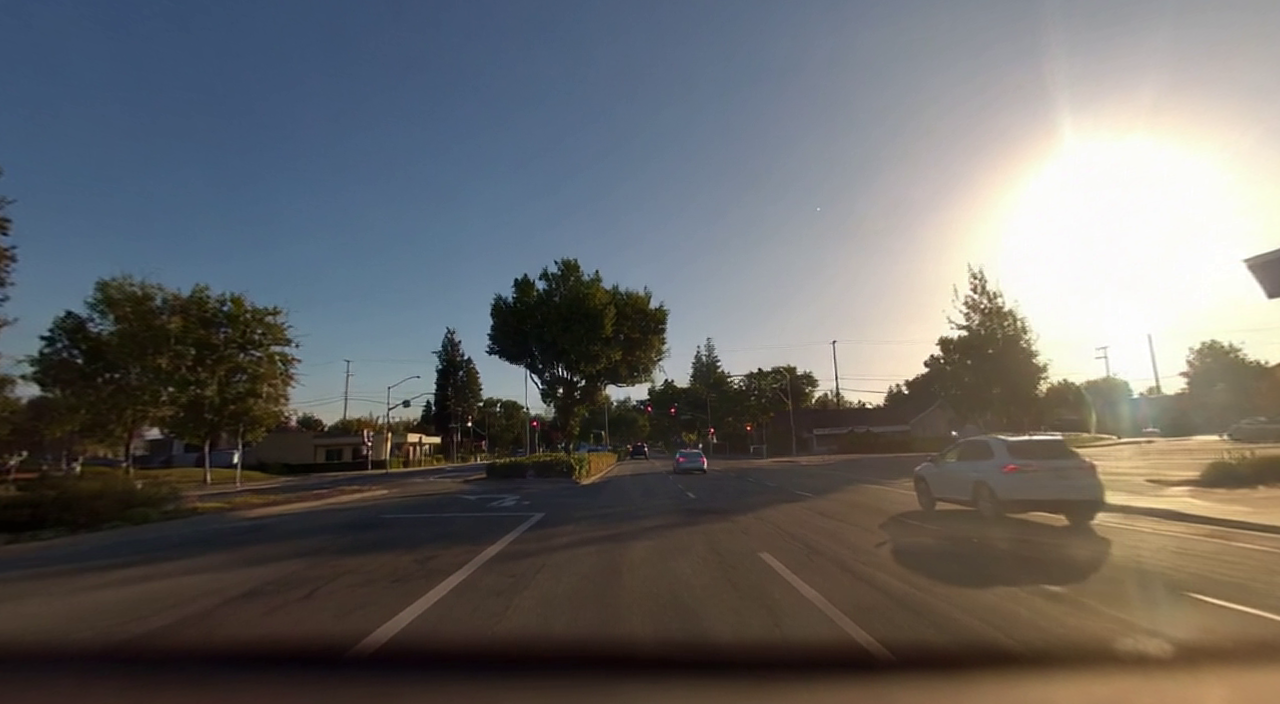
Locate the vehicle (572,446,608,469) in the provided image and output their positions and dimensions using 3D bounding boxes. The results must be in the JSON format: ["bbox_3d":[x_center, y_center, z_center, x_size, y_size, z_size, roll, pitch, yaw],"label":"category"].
[{"bbox_3d":[-3.281,7.018,42.229,2.049,1.449,4.213,0,-9,1],"label":"vehicle"}]

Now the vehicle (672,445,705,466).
[{"bbox_3d":[3.423,7.443,45.545,2.029,1.442,4.054,0,-9,-1],"label":"vehicle"}]

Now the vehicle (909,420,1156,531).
[{"bbox_3d":[6.907,2.205,11.776,1.950,1.668,4.053,0,-9,0],"label":"vehicle"}]
